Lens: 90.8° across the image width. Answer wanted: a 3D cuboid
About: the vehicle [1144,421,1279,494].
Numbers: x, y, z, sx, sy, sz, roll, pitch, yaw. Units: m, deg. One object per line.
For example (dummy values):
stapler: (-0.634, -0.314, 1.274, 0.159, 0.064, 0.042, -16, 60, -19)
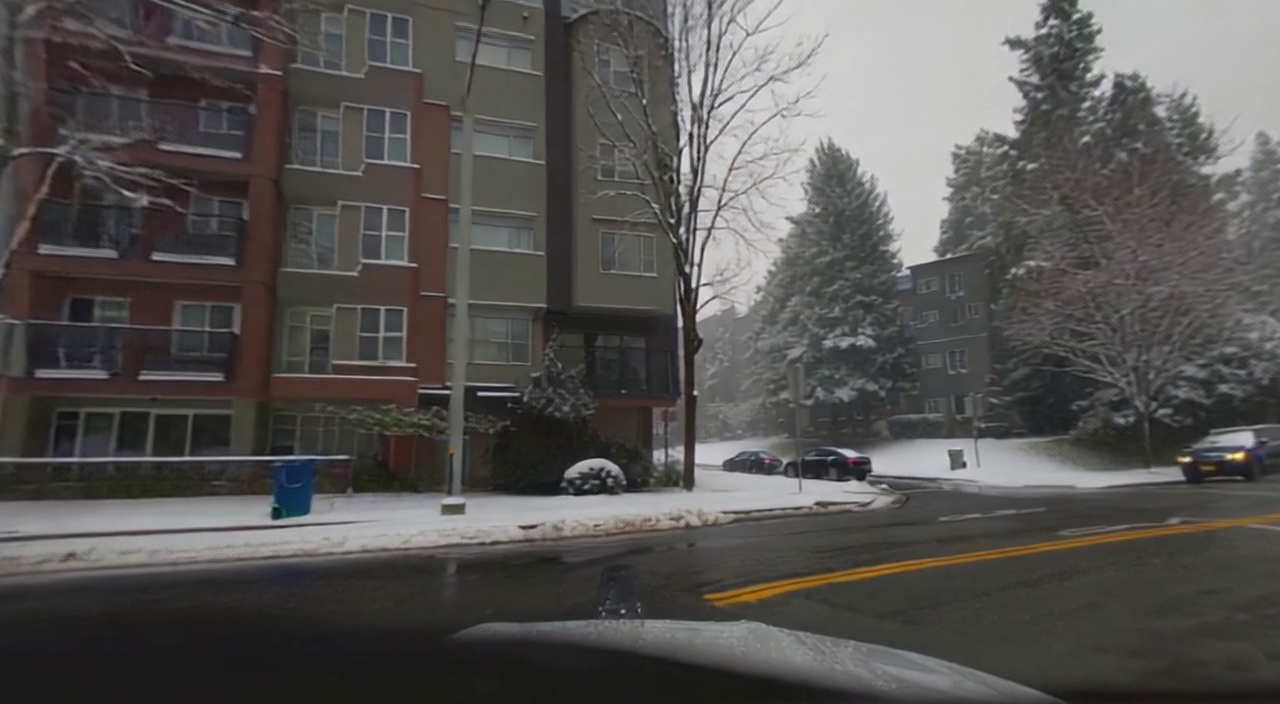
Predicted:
vehicle: (16.787, 2.905, 17.699, 4.619, 1.817, 1.993, 3, -9, -22)
